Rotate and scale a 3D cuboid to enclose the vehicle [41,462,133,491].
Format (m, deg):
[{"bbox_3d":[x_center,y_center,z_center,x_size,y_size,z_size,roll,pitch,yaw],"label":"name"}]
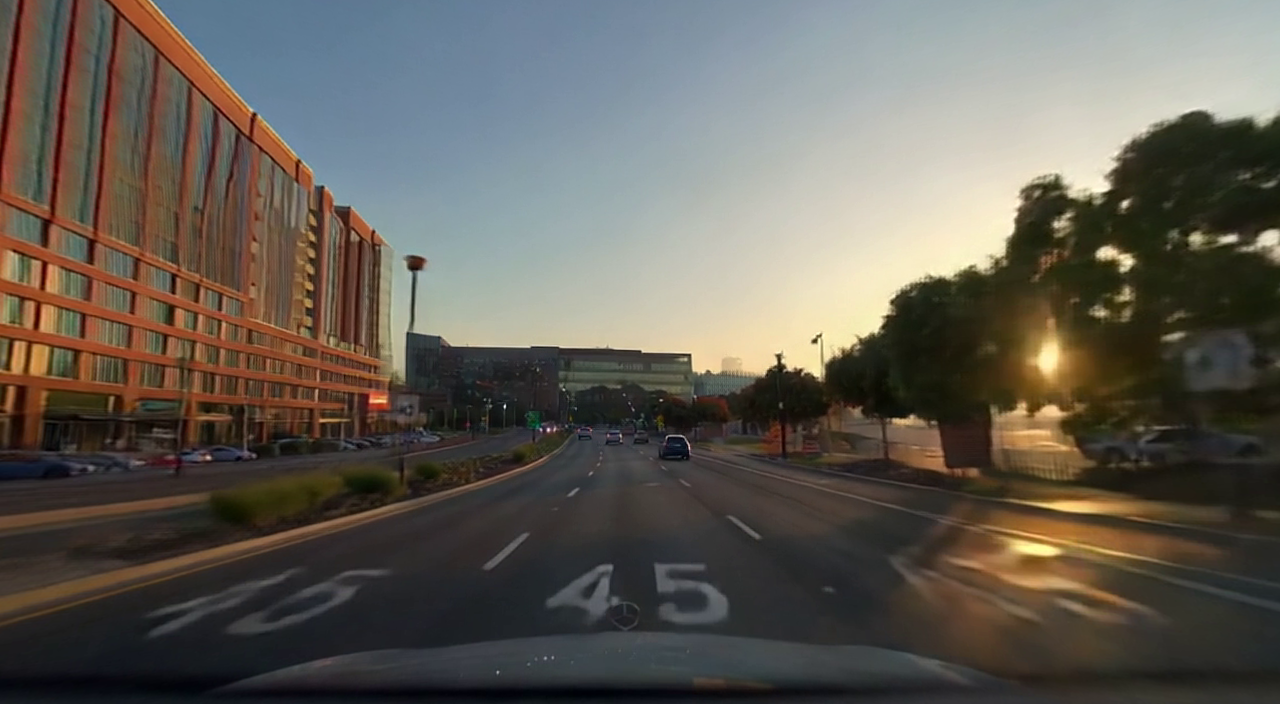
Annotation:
[{"bbox_3d":[-29.289,6.593,33.603,1.655,1.389,3.364,0,-9,4],"label":"vehicle"}]

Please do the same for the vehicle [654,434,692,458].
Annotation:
[{"bbox_3d":[2.154,6.291,42.217,2.090,1.506,4.382,0,-8,-3],"label":"vehicle"}]
